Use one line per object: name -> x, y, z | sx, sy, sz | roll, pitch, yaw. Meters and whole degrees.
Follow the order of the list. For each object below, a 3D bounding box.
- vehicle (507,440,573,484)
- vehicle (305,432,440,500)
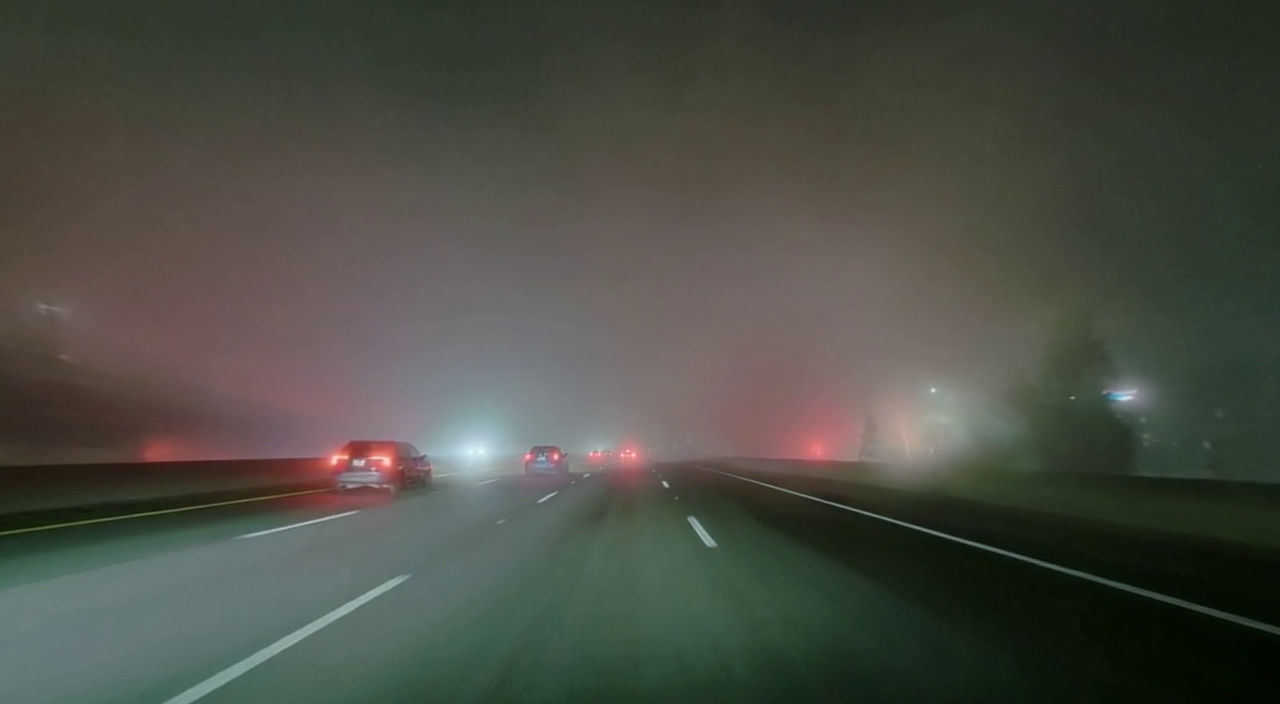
vehicle -> -4.142, 4.627, 26.800 | 2.075, 1.702, 4.257 | 0, -9, 0
vehicle -> -8.126, 3.492, 19.811 | 2.040, 1.824, 4.917 | 0, -9, 0
